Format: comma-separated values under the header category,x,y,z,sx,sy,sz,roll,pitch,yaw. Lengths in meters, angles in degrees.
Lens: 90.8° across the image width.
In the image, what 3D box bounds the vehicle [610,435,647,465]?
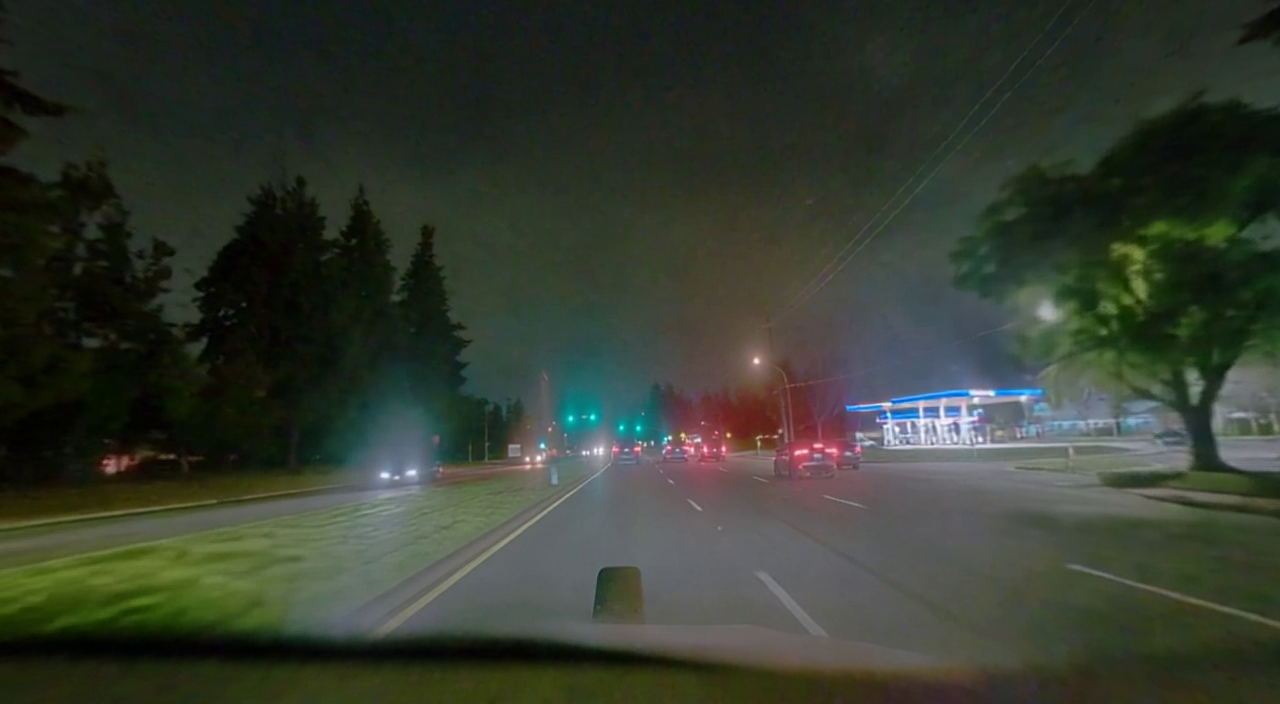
category,x,y,z,sx,sy,sz,roll,pitch,yaw
vehicle,-0.799,6.268,40.456,2.261,1.820,4.255,0,-8,-3

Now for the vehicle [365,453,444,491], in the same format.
category,x,y,z,sx,sy,sz,roll,pitch,yaw
vehicle,-10.750,5.488,29.229,2.052,1.503,4.559,0,-8,-2

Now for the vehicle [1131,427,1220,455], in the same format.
category,x,y,z,sx,sy,sz,roll,pitch,yaw
vehicle,29.939,4.976,35.288,4.663,1.485,1.991,4,-9,-26

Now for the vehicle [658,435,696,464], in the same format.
category,x,y,z,sx,sy,sz,roll,pitch,yaw
vehicle,2.423,6.567,42.555,2.140,1.800,4.660,0,-8,-2
